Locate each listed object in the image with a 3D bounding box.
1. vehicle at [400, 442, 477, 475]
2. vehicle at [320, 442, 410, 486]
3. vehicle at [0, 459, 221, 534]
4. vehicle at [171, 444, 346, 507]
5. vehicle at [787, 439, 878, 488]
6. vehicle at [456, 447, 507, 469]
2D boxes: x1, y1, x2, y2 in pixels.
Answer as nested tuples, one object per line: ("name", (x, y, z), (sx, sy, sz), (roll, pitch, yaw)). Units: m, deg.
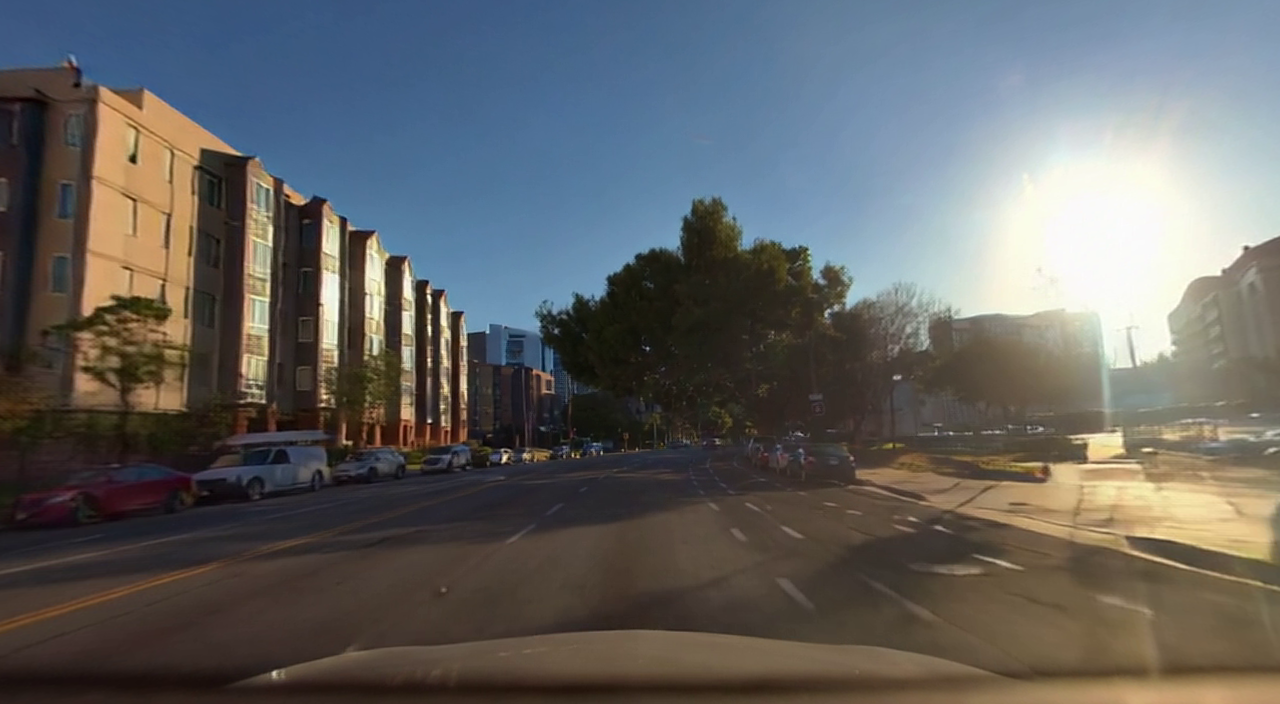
("vehicle", (-11.974, 6.365, 38.075), (2.137, 1.835, 5.833), (-1, -8, 6))
("vehicle", (-12.533, 5.103, 29.150), (2.001, 1.836, 4.471), (-1, -8, 1))
("vehicle", (-12.443, 3.330, 15.117), (1.723, 1.418, 4.359), (-1, -8, 2))
("vehicle", (-12.619, 4.070, 21.561), (2.290, 1.799, 5.801), (-1, -8, 1))
("vehicle", (6.481, 3.793, 21.822), (1.947, 1.487, 4.549), (-1, -8, 3))
("vehicle", (-11.063, 7.423, 44.381), (1.829, 1.449, 4.713), (-2, -9, 8))
